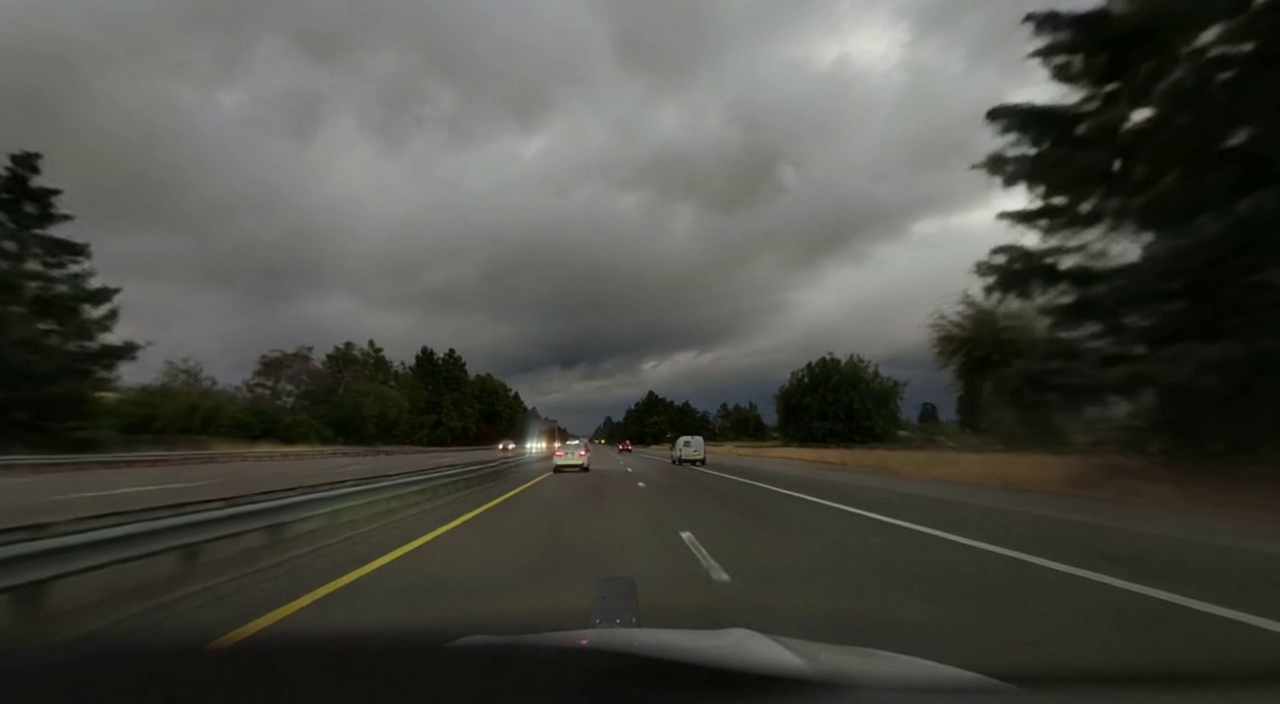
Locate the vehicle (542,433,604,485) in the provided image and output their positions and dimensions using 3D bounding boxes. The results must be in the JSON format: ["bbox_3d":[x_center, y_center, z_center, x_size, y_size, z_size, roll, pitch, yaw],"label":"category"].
[{"bbox_3d":[-2.373,3.892,23.112,1.963,1.711,4.284,0,-9,-2],"label":"vehicle"}]

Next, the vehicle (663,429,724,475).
[{"bbox_3d":[2.395,4.669,29.306,2.179,1.930,4.538,0,-9,-3],"label":"vehicle"}]
